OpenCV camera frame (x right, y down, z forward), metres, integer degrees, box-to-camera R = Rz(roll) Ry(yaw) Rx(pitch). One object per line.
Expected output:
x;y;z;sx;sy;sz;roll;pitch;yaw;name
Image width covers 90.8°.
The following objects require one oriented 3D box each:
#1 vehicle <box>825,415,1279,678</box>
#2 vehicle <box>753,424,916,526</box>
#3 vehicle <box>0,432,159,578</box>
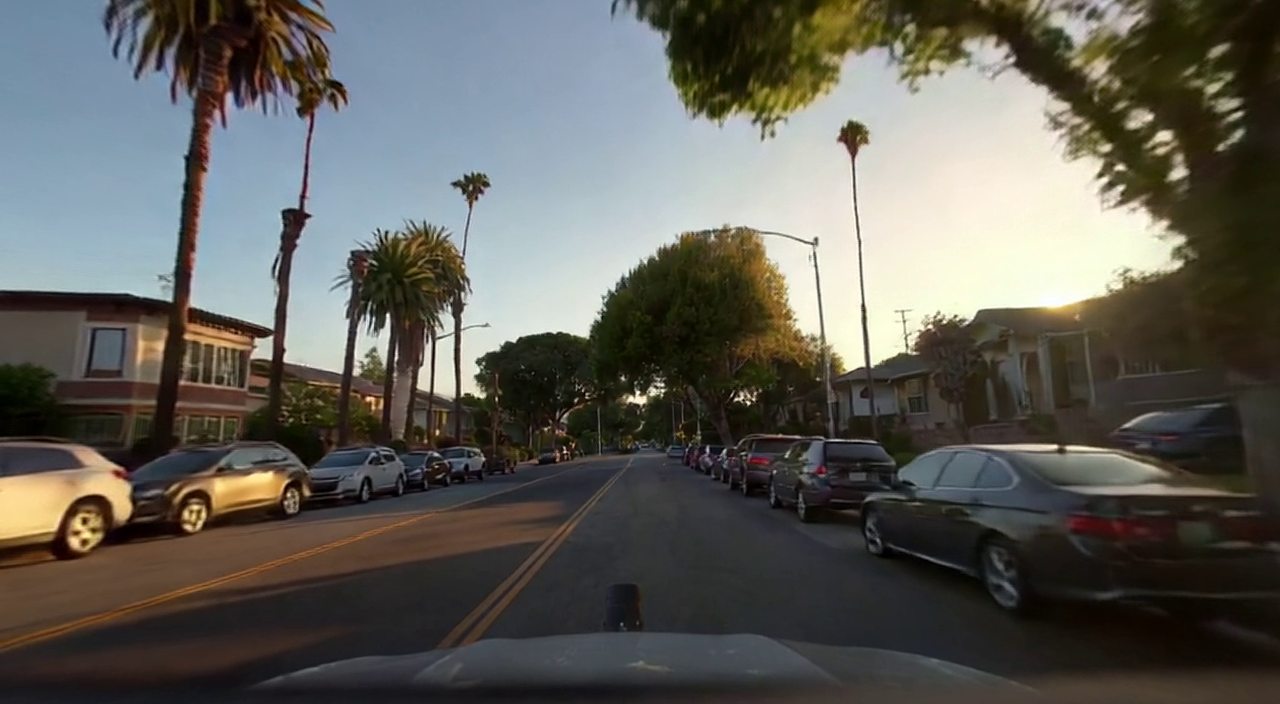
3.566;1.529;6.150;2.096;1.452;4.741;-3;-10;0;vehicle
3.608;2.353;12.642;1.899;1.669;4.259;0;-8;0;vehicle
-9.396;2.008;8.504;4.126;1.802;1.988;3;-9;-22;vehicle
